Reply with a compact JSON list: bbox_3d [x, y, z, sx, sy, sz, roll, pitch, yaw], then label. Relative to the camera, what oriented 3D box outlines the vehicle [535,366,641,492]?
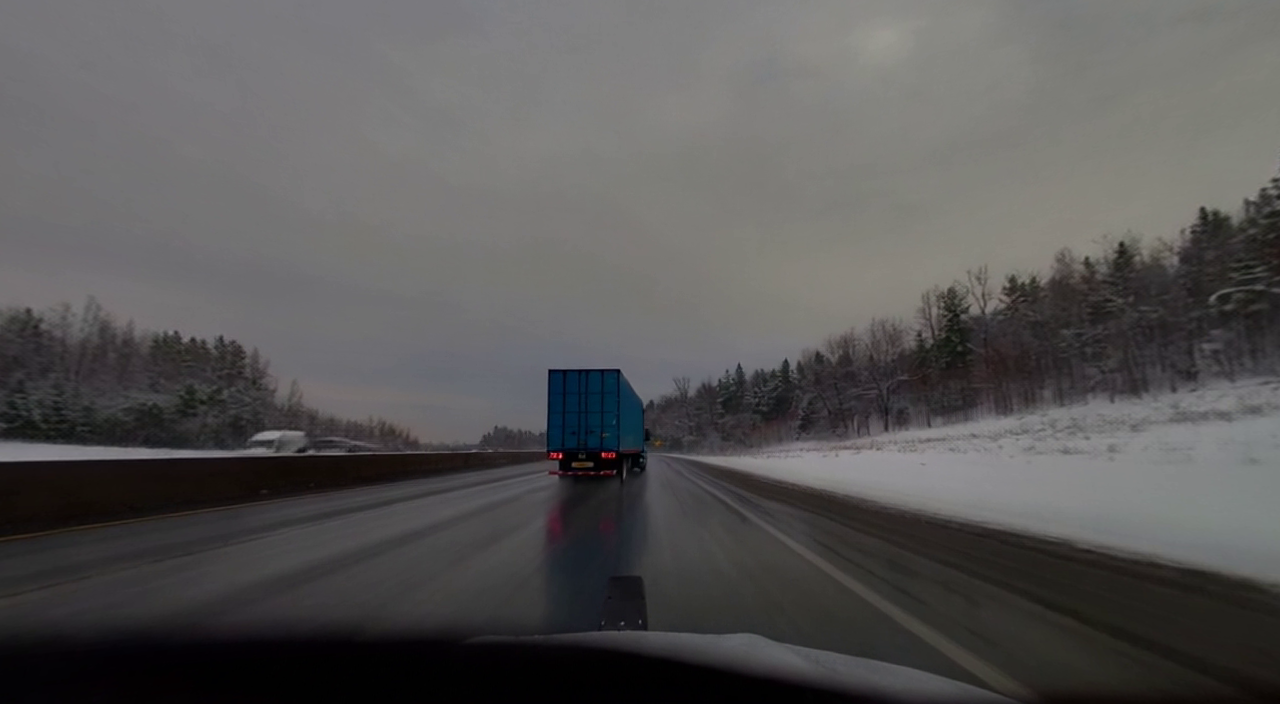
[{"bbox_3d":[-1.663,3.596,27.773,2.851,4.098,14.436,0,-9,2],"label":"vehicle"}]

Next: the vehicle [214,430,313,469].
[{"bbox_3d":[-22.314,5.816,37.667,2.631,2.155,5.143,0,-9,1],"label":"vehicle"}]

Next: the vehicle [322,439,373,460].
[{"bbox_3d":[-21.908,7.314,47.303,1.779,1.467,4.047,0,-9,1],"label":"vehicle"}]
